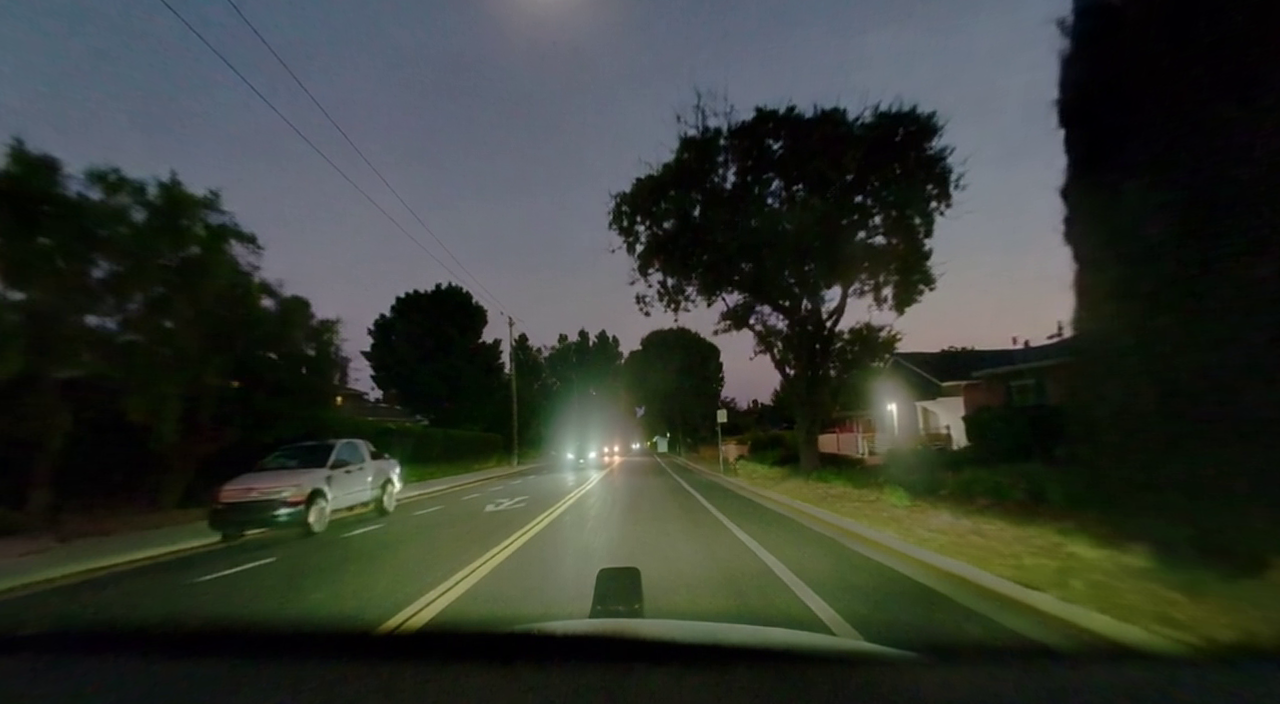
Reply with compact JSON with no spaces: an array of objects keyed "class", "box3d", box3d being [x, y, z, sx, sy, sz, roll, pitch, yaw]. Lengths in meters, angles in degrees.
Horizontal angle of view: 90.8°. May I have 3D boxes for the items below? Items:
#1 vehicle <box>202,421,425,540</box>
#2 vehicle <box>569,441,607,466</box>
[{"class":"vehicle","box3d":[-6.545,2.621,13.565,2.176,1.885,5.174,-4,-9,-2]},{"class":"vehicle","box3d":[-3.382,6.641,41.669,2.074,1.527,4.438,0,-8,1]}]
